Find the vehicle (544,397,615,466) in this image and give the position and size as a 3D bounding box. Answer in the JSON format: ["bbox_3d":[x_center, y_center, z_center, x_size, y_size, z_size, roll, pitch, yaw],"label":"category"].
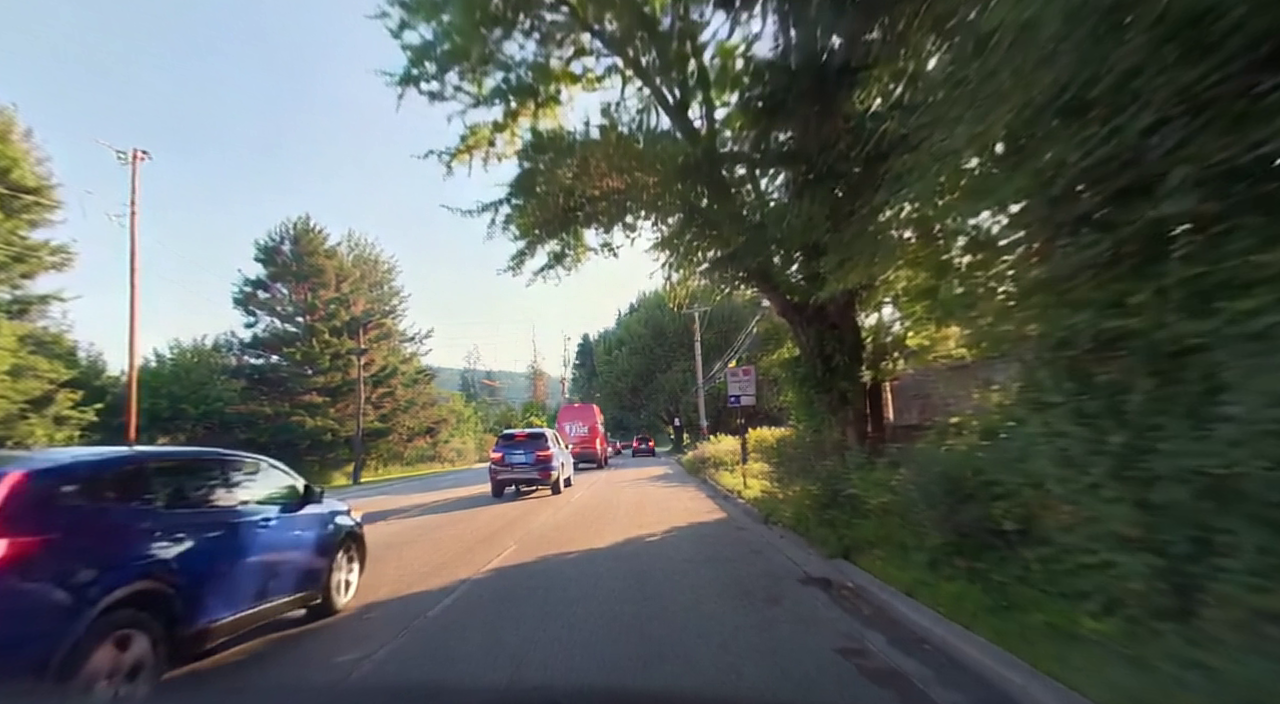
[{"bbox_3d":[-2.973,4.327,33.767,2.818,3.181,9.114,-1,-8,1],"label":"vehicle"}]

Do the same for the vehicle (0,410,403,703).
[{"bbox_3d":[-3.269,1.139,3.582,1.966,1.466,4.699,-1,-8,1],"label":"vehicle"}]

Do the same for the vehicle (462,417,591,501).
[{"bbox_3d":[-2.702,2.747,16.626,2.187,1.821,5.501,-1,-8,2],"label":"vehicle"}]
